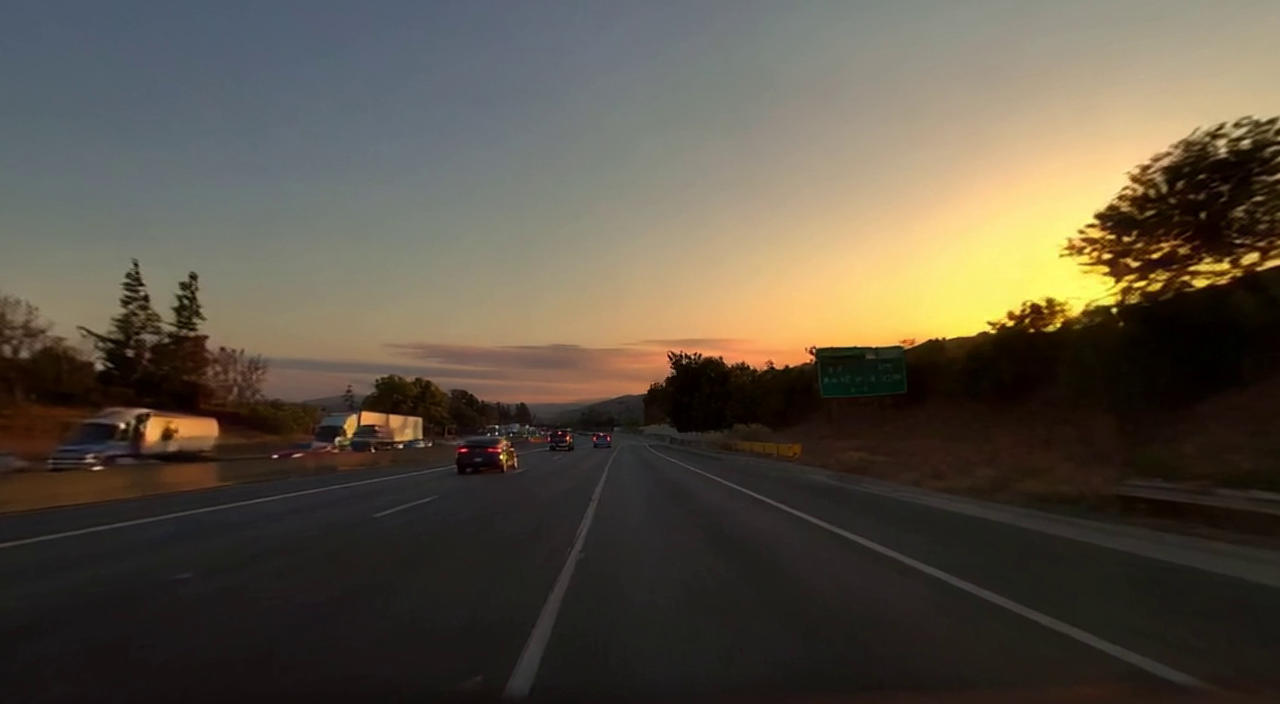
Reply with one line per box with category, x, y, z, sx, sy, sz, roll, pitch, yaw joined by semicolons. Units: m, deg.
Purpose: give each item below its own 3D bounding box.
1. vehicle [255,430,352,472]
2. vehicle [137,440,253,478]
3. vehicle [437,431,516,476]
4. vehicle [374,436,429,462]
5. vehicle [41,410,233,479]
vehicle;-14.487;4.268;27.358;2.048;1.676;3.910;0;-8;-1
vehicle;-18.795;4.513;26.836;1.858;1.457;4.357;0;-8;-1
vehicle;-6.182;3.874;24.338;1.953;1.550;4.167;0;-8;0
vehicle;-14.528;5.904;38.475;1.944;1.476;3.686;0;-8;0
vehicle;-22.570;4.209;28.901;3.016;2.733;7.070;0;-8;-1
